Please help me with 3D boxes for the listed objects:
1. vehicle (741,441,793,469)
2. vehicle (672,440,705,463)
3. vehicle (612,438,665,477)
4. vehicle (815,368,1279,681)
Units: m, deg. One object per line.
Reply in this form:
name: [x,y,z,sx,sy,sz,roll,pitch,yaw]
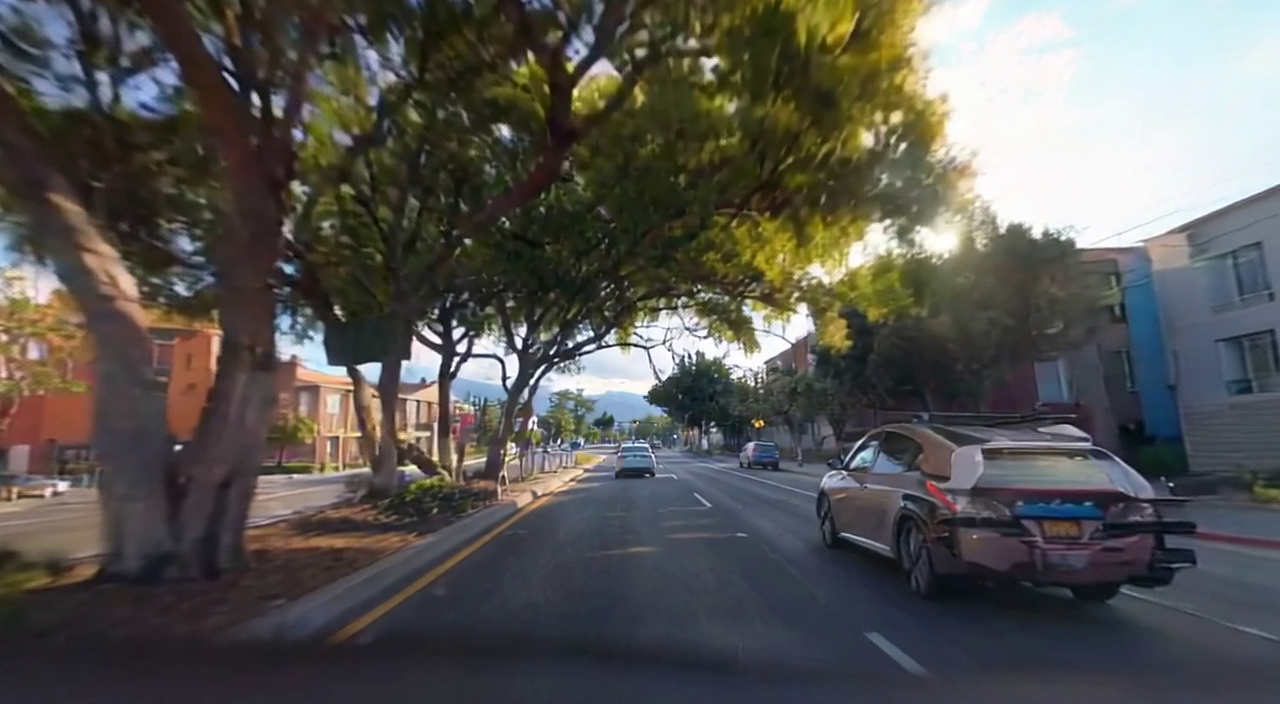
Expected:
vehicle: [7.339,5.972,36.890,1.936,1.516,4.579,0,-9,-2]
vehicle: [3.360,7.002,44.587,1.910,1.474,4.003,0,-9,-1]
vehicle: [-0.096,4.282,25.822,2.006,1.487,3.535,0,-9,-1]
vehicle: [3.126,1.248,5.586,1.949,1.723,4.020,0,-9,0]
